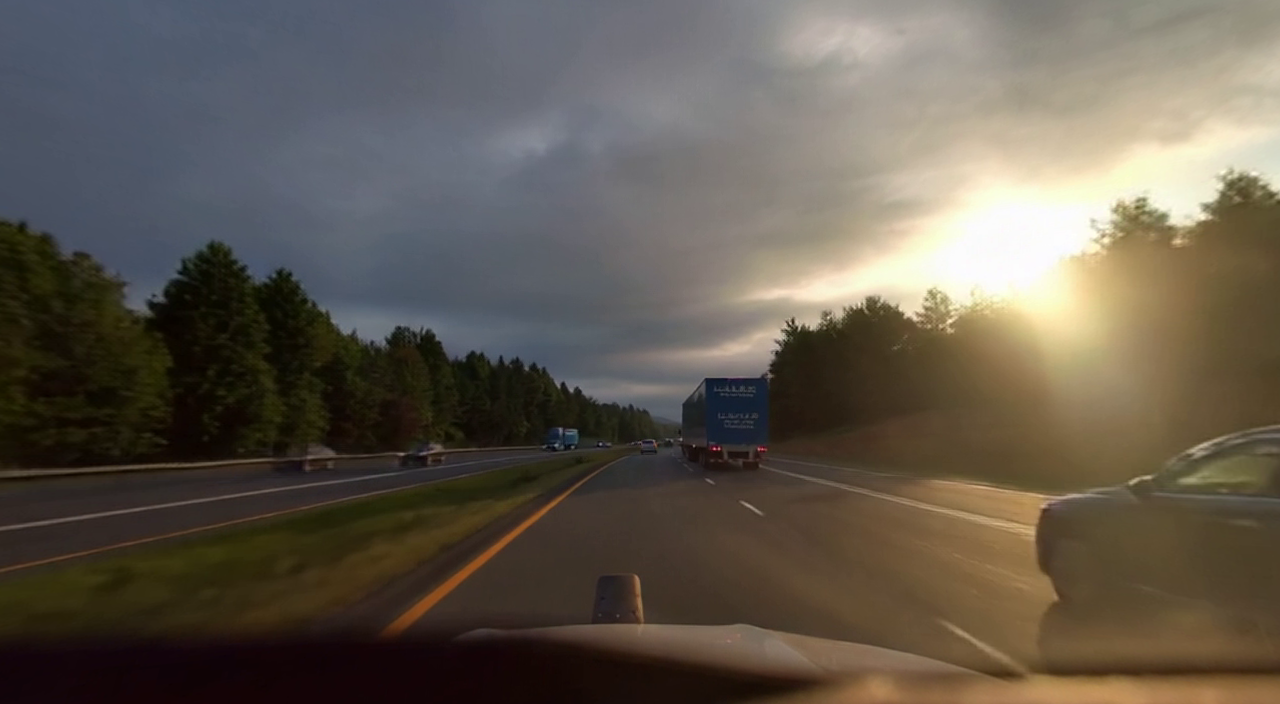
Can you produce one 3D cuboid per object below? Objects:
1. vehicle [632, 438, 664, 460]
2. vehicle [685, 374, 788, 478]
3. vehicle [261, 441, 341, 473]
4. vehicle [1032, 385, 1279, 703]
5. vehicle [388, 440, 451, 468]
[{"bbox_3d":[0.594,7.027,45.863,2.209,1.499,4.144,0,-8,1],"label":"vehicle"},{"bbox_3d":[4.303,3.847,31.860,3.171,4.072,13.784,0,-8,1],"label":"vehicle"},{"bbox_3d":[-18.248,5.643,34.174,1.882,1.605,4.237,0,-8,1],"label":"vehicle"},{"bbox_3d":[3.982,0.889,2.515,2.028,1.573,4.207,0,-8,-1],"label":"vehicle"},{"bbox_3d":[-13.790,6.389,39.719,2.059,1.632,4.713,-1,-8,3],"label":"vehicle"}]
